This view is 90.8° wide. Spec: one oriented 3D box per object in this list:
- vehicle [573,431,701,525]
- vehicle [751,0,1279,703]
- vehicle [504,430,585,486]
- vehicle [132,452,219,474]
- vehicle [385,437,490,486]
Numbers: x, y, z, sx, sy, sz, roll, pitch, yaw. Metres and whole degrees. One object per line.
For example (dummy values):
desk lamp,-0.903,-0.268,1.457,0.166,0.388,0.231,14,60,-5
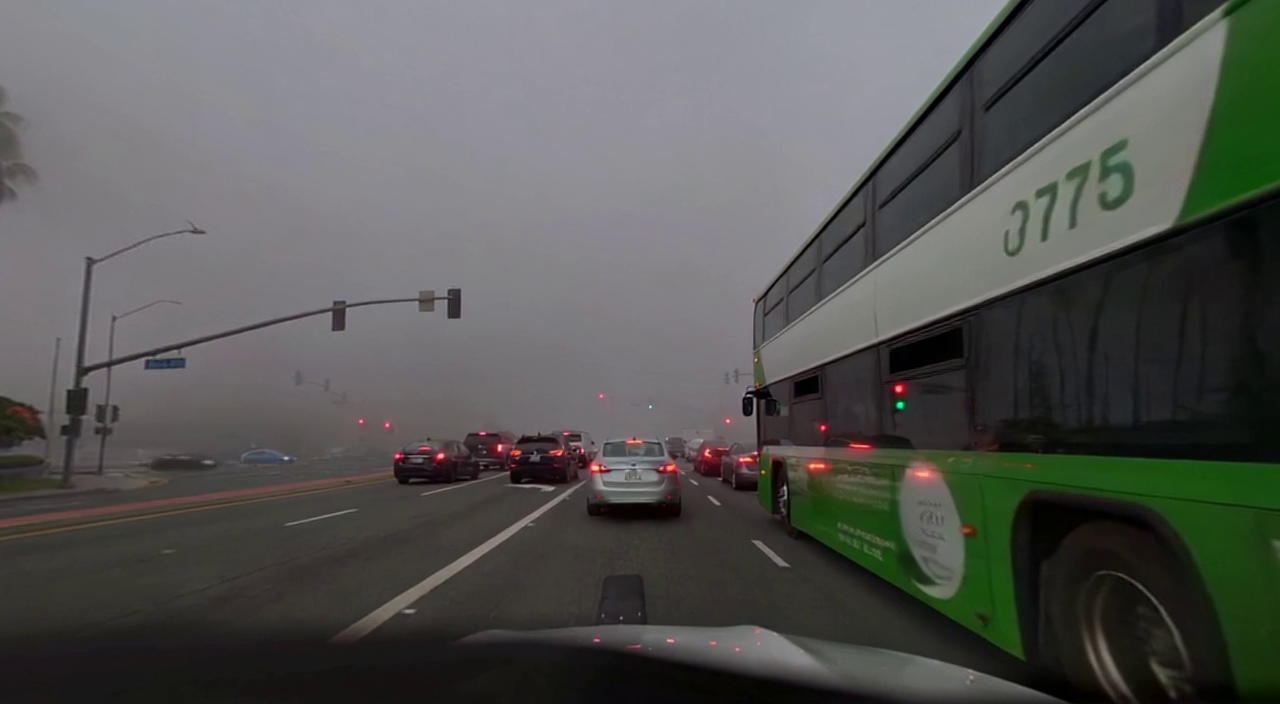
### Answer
vehicle,-0.041,2.322,12.158,2.060,1.499,3.831,0,-9,0
vehicle,3.555,0.040,4.946,2.970,4.015,13.606,0,-9,0
vehicle,-3.191,3.660,22.069,2.020,1.721,4.366,-1,-9,2
vehicle,-33.340,7.958,45.428,4.653,1.472,1.870,1,-9,-6
vehicle,-6.843,3.758,21.967,1.927,1.480,4.832,0,-9,2
